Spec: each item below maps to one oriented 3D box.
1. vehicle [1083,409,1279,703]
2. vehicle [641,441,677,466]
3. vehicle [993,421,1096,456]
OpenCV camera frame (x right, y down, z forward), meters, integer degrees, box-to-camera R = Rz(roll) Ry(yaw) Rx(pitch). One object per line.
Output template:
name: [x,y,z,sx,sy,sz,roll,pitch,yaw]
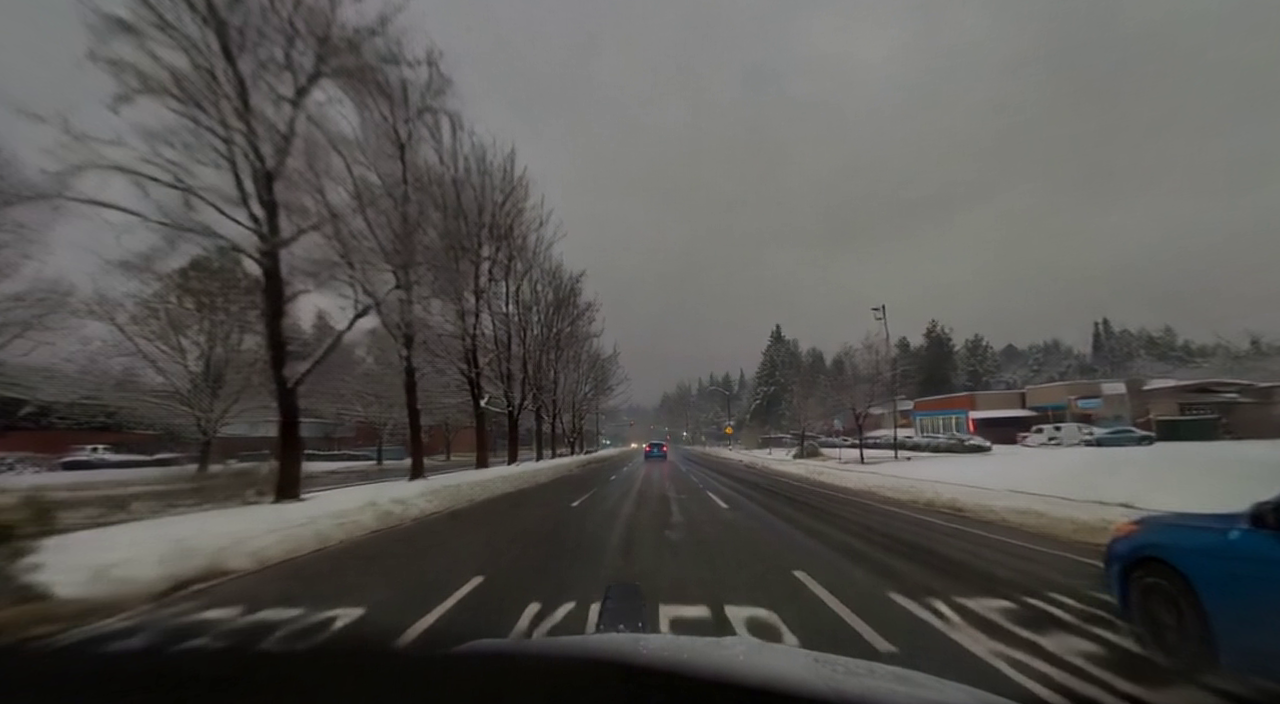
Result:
vehicle: [4.118,0.874,2.029,2.053,1.482,4.568,0,-8,1]
vehicle: [1.195,6.477,40.440,2.144,1.505,4.128,0,-8,1]
vehicle: [28.150,6.075,43.840,5.430,1.860,2.156,-6,-9,3]
